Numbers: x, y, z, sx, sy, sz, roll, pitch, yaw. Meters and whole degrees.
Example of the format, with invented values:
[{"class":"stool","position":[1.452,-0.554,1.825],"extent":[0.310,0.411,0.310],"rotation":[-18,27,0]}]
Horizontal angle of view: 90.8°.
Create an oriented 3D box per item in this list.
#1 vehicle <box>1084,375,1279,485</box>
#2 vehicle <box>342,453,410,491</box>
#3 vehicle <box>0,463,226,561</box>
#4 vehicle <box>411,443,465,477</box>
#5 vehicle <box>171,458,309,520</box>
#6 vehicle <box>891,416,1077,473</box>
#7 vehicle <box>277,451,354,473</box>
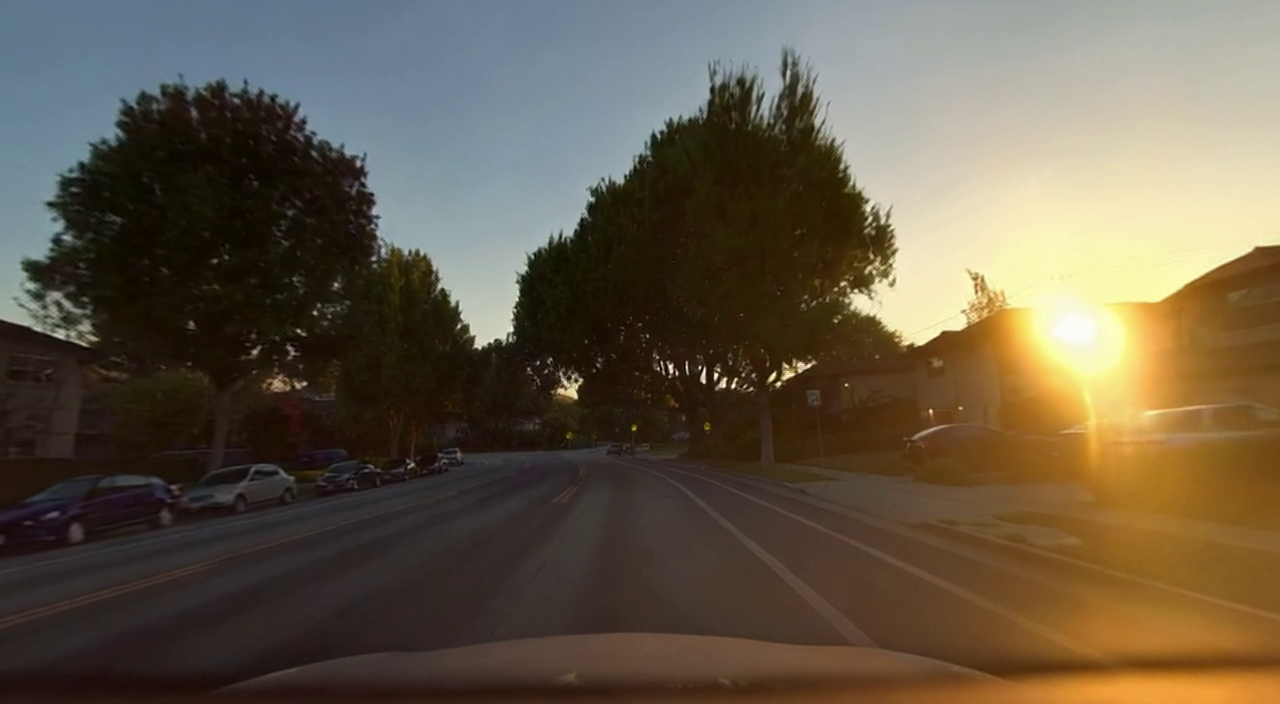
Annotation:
[{"class":"vehicle","position":[12.604,1.561,12.517],"extent":[5.437,1.931,2.837],"rotation":[0,-8,1]},{"class":"vehicle","position":[-11.907,5.394,28.761],"extent":[1.750,1.471,3.960],"rotation":[2,-8,-7]},{"class":"vehicle","position":[-10.974,3.096,12.970],"extent":[1.922,1.496,4.598],"rotation":[0,-8,-2]},{"class":"vehicle","position":[-12.916,6.905,40.725],"extent":[2.190,1.789,5.477],"rotation":[-4,-7,-6]},{"class":"vehicle","position":[-11.218,3.822,18.013],"extent":[1.586,1.433,3.485],"rotation":[1,-8,0]},{"class":"vehicle","position":[10.991,2.998,20.475],"extent":[4.760,1.738,2.052],"rotation":[0,-8,0]},{"class":"vehicle","position":[-23.109,7.851,45.059],"extent":[4.435,1.472,1.870],"rotation":[0,-8,0]}]
